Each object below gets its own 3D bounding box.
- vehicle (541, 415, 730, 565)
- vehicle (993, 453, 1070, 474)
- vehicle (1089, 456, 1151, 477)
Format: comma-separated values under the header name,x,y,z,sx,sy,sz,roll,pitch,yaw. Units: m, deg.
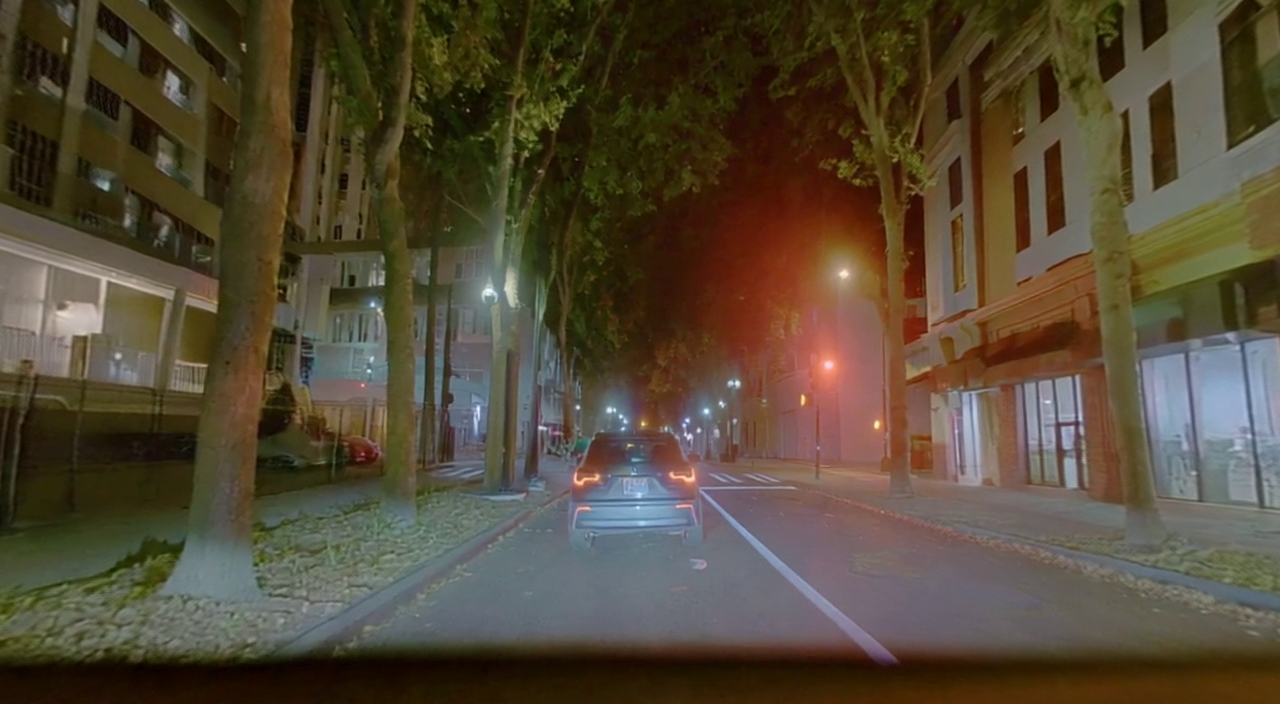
name,x,y,z,sx,sy,sz,roll,pitch,yaw
vehicle,-0.086,1.809,8.941,2.079,1.621,3.861,0,-8,-1
vehicle,29.774,8.478,47.963,4.668,1.441,1.904,1,-9,-6
vehicle,36.615,8.723,48.088,3.445,1.363,1.608,2,-7,-1
